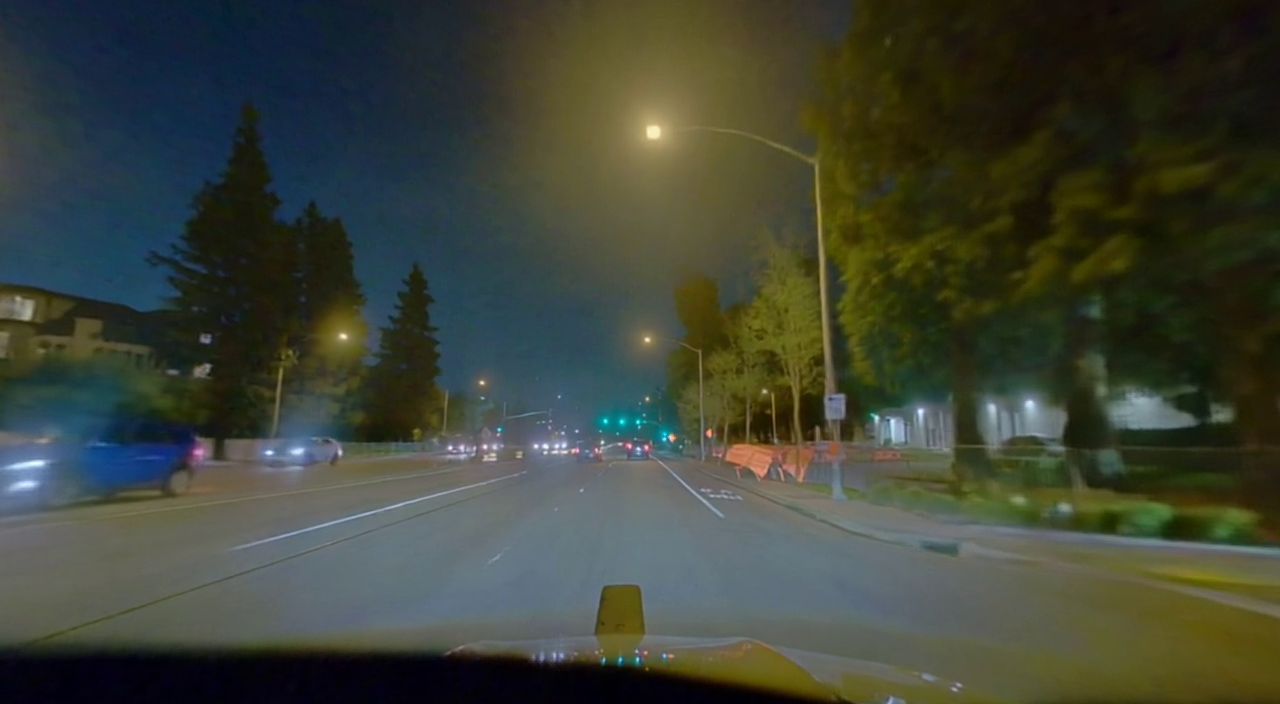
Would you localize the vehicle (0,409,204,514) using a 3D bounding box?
[{"bbox_3d":[-11.105,2.075,12.328,2.014,1.674,4.337,0,-9,0],"label":"vehicle"}]

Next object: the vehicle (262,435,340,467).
[{"bbox_3d":[-20.787,6.091,38.873,2.046,1.823,4.753,0,-9,1],"label":"vehicle"}]

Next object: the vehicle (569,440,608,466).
[{"bbox_3d":[-3.412,6.854,42.746,2.198,1.663,4.519,0,-9,1],"label":"vehicle"}]
